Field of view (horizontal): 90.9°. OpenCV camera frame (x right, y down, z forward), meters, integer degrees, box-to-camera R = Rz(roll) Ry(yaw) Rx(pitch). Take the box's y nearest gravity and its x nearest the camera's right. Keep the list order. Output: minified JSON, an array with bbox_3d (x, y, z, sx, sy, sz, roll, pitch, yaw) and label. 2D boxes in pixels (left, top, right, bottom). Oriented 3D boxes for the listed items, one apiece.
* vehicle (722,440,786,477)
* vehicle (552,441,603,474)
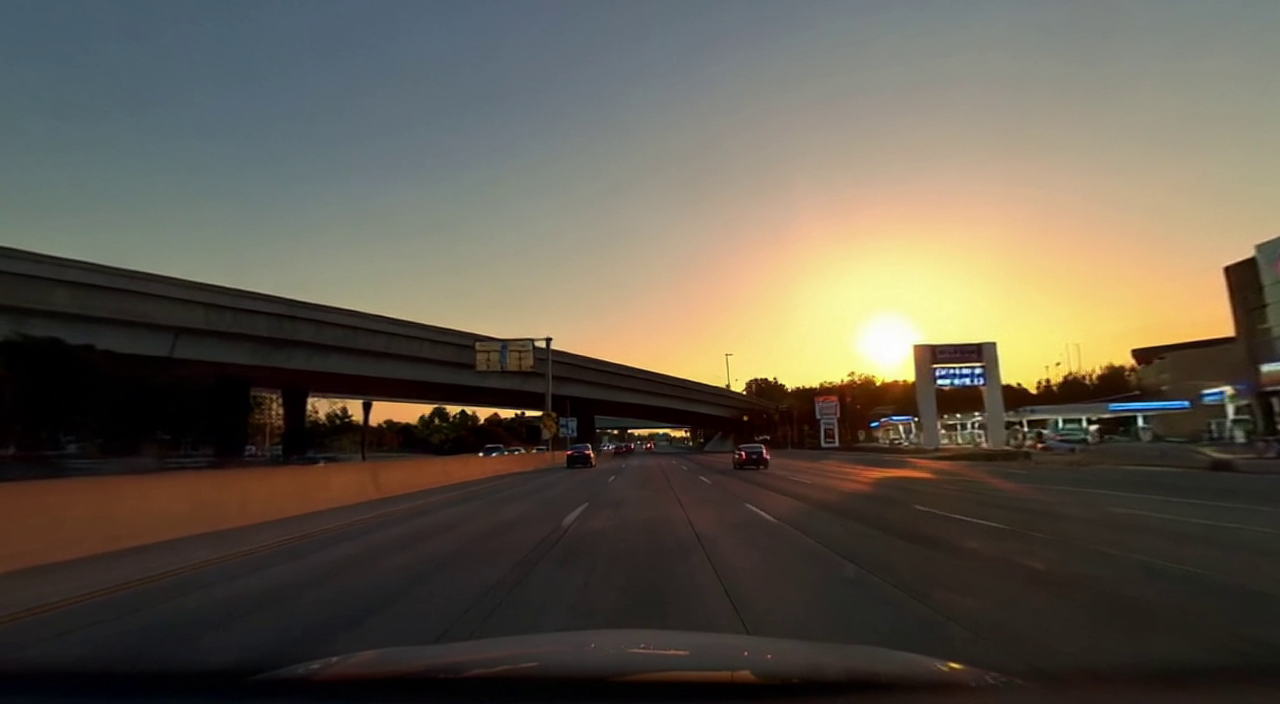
[{"bbox_3d":[4.850,4.600,27.518,1.909,1.467,4.940,-1,-8,0],"label":"vehicle"},{"bbox_3d":[-3.062,5.257,31.747,2.114,1.510,4.186,-1,-9,1],"label":"vehicle"}]
